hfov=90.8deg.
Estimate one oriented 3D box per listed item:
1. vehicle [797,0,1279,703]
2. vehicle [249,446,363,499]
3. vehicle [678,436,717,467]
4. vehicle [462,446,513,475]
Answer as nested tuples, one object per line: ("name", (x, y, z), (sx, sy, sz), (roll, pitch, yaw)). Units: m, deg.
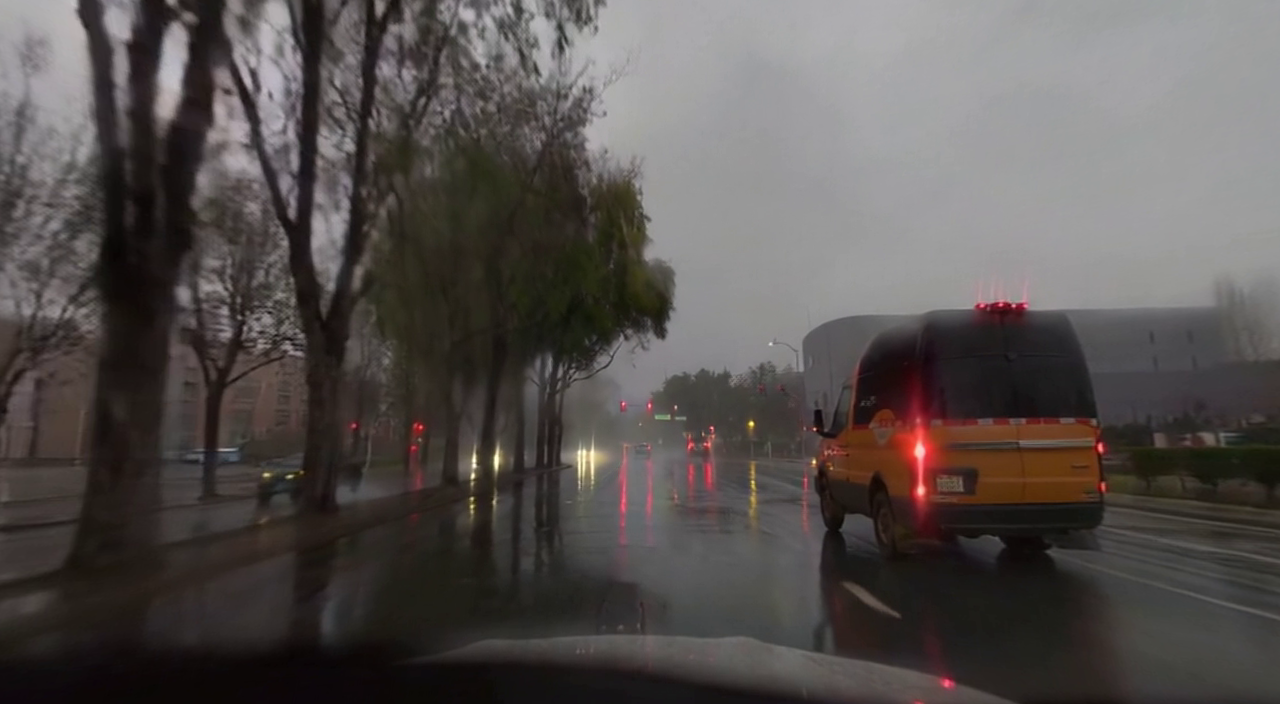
("vehicle", (3.610, 0.454, 4.956), (2.867, 3.402, 7.137), (0, -8, 0))
("vehicle", (-13.687, 4.914, 26.260), (2.140, 1.961, 4.641), (0, -8, 0))
("vehicle", (3.771, 6.617, 42.142), (2.099, 1.936, 4.575), (0, -8, -1))
("vehicle", (-10.004, 7.140, 41.784), (2.152, 1.748, 4.577), (0, -8, 1))
